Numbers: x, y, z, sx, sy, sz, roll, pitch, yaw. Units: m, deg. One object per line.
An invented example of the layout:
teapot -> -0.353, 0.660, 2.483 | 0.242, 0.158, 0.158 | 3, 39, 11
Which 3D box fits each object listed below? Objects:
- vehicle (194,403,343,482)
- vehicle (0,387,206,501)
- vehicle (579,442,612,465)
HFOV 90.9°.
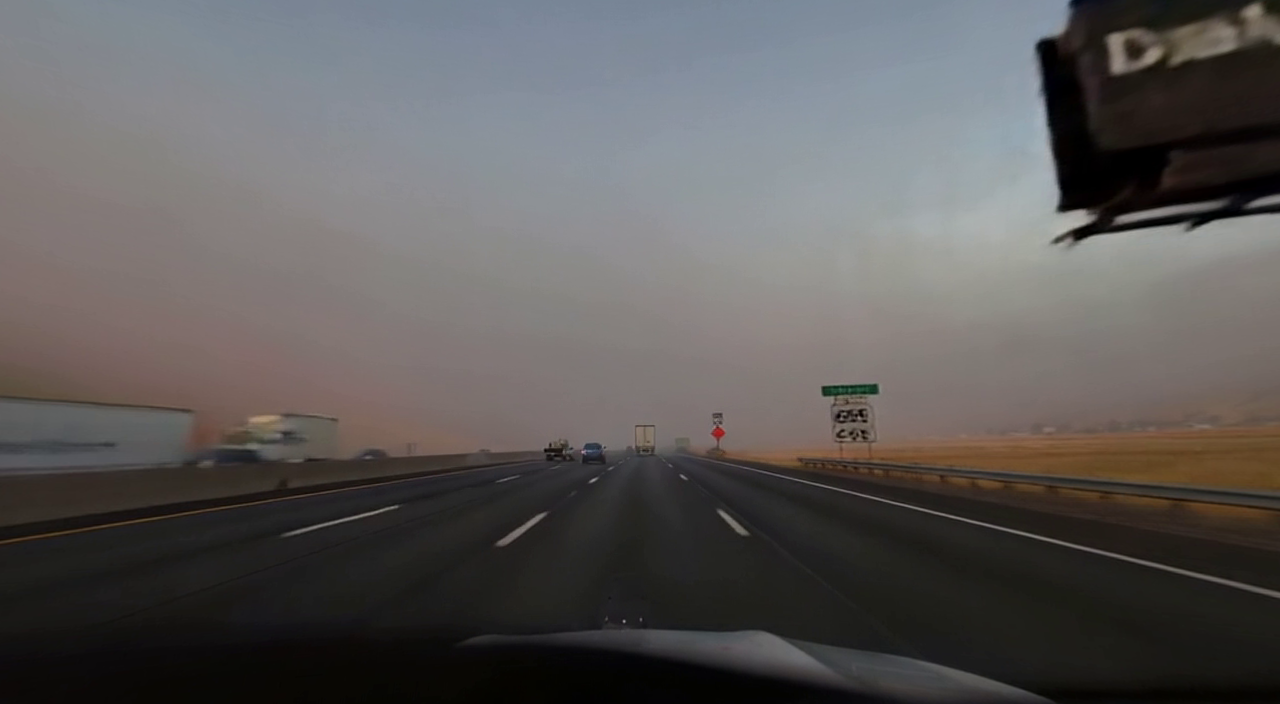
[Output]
vehicle -> -20.659, 5.152, 35.956 | 3.039, 3.894, 8.649 | 0, -8, 1
vehicle -> -24.989, 3.781, 25.885 | 2.879, 4.158, 16.173 | 0, -8, 0
vehicle -> -3.200, 7.421, 46.332 | 2.042, 1.532, 4.396 | 0, -8, 1
